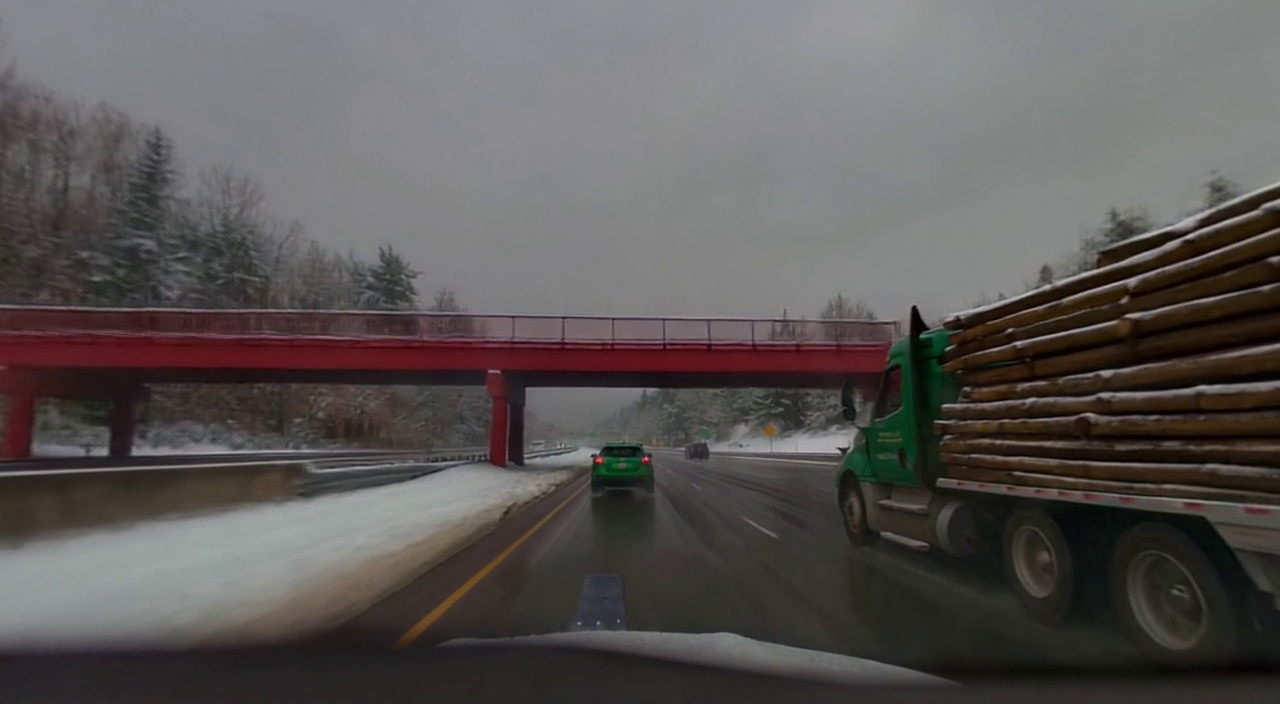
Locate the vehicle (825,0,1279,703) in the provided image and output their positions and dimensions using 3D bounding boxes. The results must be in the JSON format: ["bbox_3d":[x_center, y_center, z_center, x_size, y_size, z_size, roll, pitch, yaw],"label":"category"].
[{"bbox_3d":[4.258,-0.030,4.394,2.992,3.920,8.831,0,-9,-1],"label":"vehicle"}]

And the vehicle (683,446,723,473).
[{"bbox_3d":[3.734,6.418,37.685,1.894,1.487,3.751,0,-9,-2],"label":"vehicle"}]

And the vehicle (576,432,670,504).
[{"bbox_3d":[-0.440,3.107,17.132,2.259,1.699,4.015,0,-9,-1],"label":"vehicle"}]
